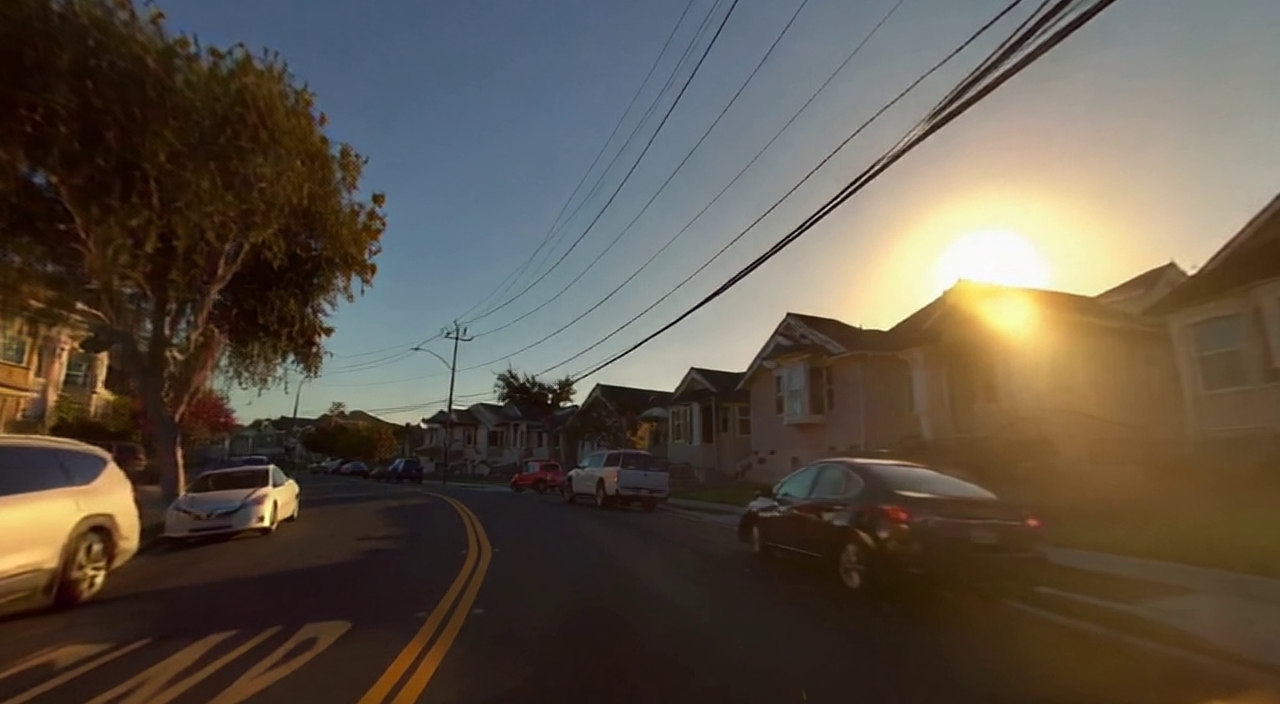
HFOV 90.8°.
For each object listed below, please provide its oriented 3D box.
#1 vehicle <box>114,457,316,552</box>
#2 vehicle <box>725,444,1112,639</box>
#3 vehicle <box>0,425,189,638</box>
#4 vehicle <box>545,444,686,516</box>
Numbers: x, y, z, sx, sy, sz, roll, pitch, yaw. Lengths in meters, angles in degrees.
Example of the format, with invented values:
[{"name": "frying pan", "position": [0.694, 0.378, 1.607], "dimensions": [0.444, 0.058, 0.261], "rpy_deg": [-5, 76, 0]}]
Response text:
[{"name": "vehicle", "position": [-8.495, 3.002, 13.231], "dimensions": [2.197, 1.462, 4.524], "rpy_deg": [2, -9, -17]}, {"name": "vehicle", "position": [2.655, 1.894, 7.518], "dimensions": [1.923, 1.531, 4.568], "rpy_deg": [3, -9, -10]}, {"name": "vehicle", "position": [-6.825, 1.660, 5.559], "dimensions": [2.378, 1.840, 5.389], "rpy_deg": [-3, -8, -8]}, {"name": "vehicle", "position": [-0.984, 4.009, 20.361], "dimensions": [2.449, 1.869, 5.504], "rpy_deg": [8, -11, -24]}]
